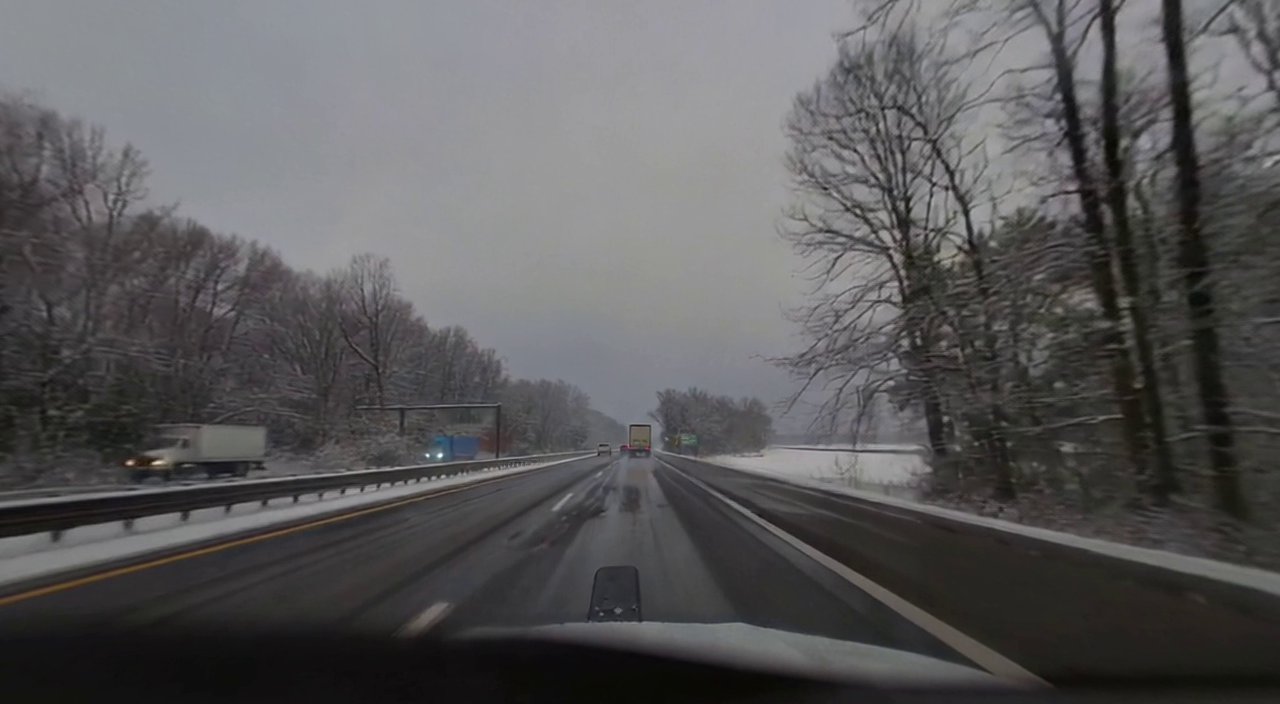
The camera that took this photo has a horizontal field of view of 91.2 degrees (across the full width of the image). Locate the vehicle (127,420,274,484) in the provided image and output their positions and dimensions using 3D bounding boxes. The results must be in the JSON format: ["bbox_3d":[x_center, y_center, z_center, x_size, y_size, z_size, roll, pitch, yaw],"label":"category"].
[{"bbox_3d":[-27.742,6.409,40.318,2.815,3.623,9.029,0,-9,0],"label":"vehicle"}]
